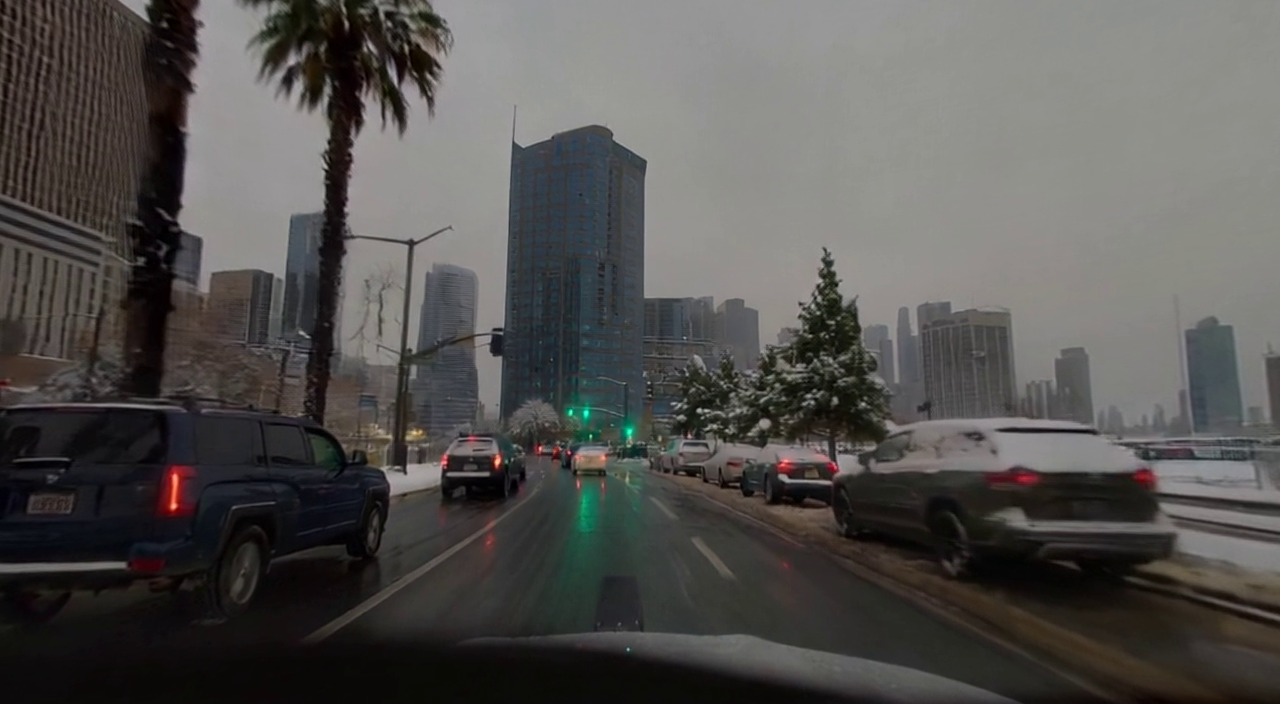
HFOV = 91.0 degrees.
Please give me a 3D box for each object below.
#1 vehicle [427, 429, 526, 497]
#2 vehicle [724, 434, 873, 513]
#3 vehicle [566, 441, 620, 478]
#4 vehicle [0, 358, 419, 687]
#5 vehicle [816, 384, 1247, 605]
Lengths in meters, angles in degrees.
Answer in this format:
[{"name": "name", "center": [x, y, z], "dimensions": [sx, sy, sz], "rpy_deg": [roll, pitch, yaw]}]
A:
[{"name": "vehicle", "center": [-4.641, 3.206, 18.579], "dimensions": [2.014, 1.740, 4.392], "rpy_deg": [1, -9, -4]}, {"name": "vehicle", "center": [3.441, 2.739, 14.770], "dimensions": [1.808, 1.526, 4.894], "rpy_deg": [1, -9, -6]}, {"name": "vehicle", "center": [-2.066, 4.546, 26.814], "dimensions": [2.036, 1.461, 3.890], "rpy_deg": [1, -9, -7]}, {"name": "vehicle", "center": [-3.637, 1.236, 5.624], "dimensions": [1.800, 1.797, 4.224], "rpy_deg": [0, -9, -1]}, {"name": "vehicle", "center": [3.914, 1.520, 7.588], "dimensions": [1.963, 1.802, 4.648], "rpy_deg": [1, -9, -4]}]
